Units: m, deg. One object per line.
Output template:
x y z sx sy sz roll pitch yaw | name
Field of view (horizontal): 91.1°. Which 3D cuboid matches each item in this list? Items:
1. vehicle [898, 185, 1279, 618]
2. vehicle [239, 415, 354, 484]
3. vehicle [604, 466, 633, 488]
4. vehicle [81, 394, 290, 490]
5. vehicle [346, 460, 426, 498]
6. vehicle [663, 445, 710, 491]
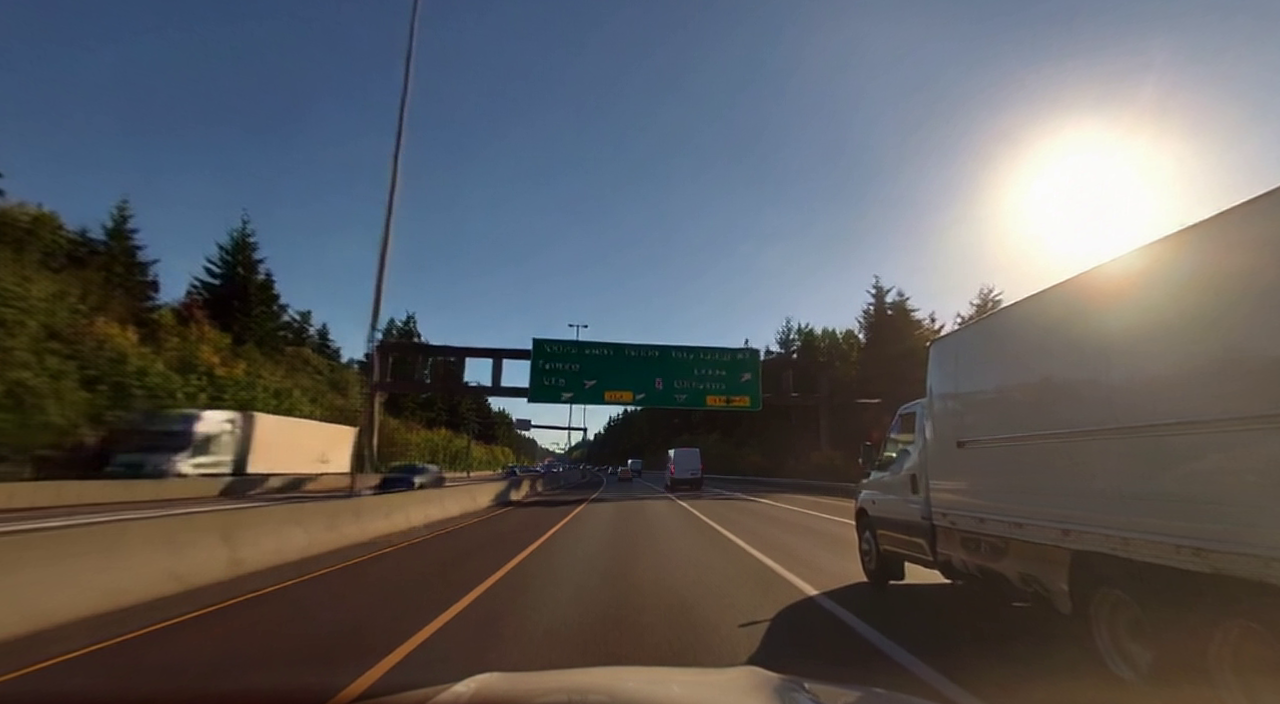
7.555 0.700 7.213 2.866 4.102 14.351 1 -10 -1 | vehicle
-22.163 6.511 41.246 2.865 4.027 8.179 1 -10 -1 | vehicle
-1.645 9.536 48.080 2.106 1.524 4.381 1 -10 -2 | vehicle
-21.967 4.712 31.560 2.916 4.000 10.037 1 -10 -1 | vehicle
-10.634 5.331 26.617 1.805 1.450 3.722 1 -10 0 | vehicle
2.786 7.240 39.226 2.291 2.639 5.280 1 -10 -3 | vehicle
